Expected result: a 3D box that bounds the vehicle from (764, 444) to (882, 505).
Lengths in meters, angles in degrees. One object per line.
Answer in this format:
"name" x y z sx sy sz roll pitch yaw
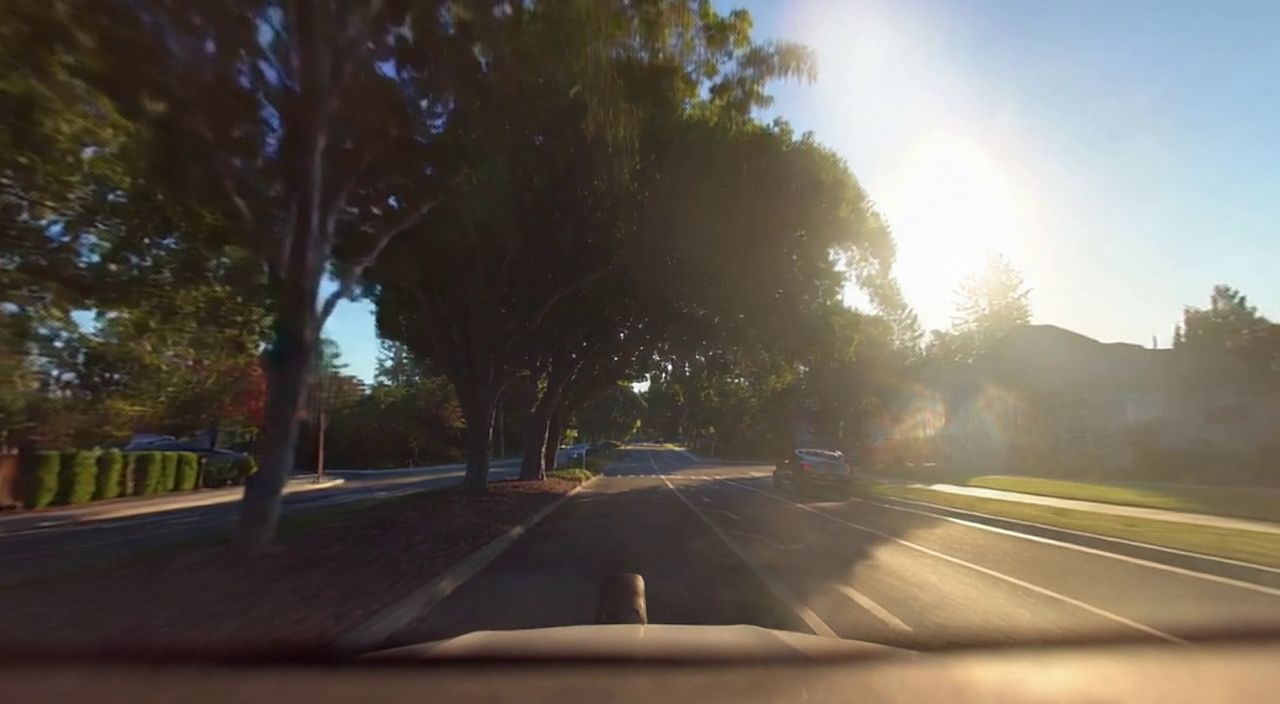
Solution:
"vehicle" 4.970 3.358 17.859 1.904 1.475 4.386 0 -8 -2
